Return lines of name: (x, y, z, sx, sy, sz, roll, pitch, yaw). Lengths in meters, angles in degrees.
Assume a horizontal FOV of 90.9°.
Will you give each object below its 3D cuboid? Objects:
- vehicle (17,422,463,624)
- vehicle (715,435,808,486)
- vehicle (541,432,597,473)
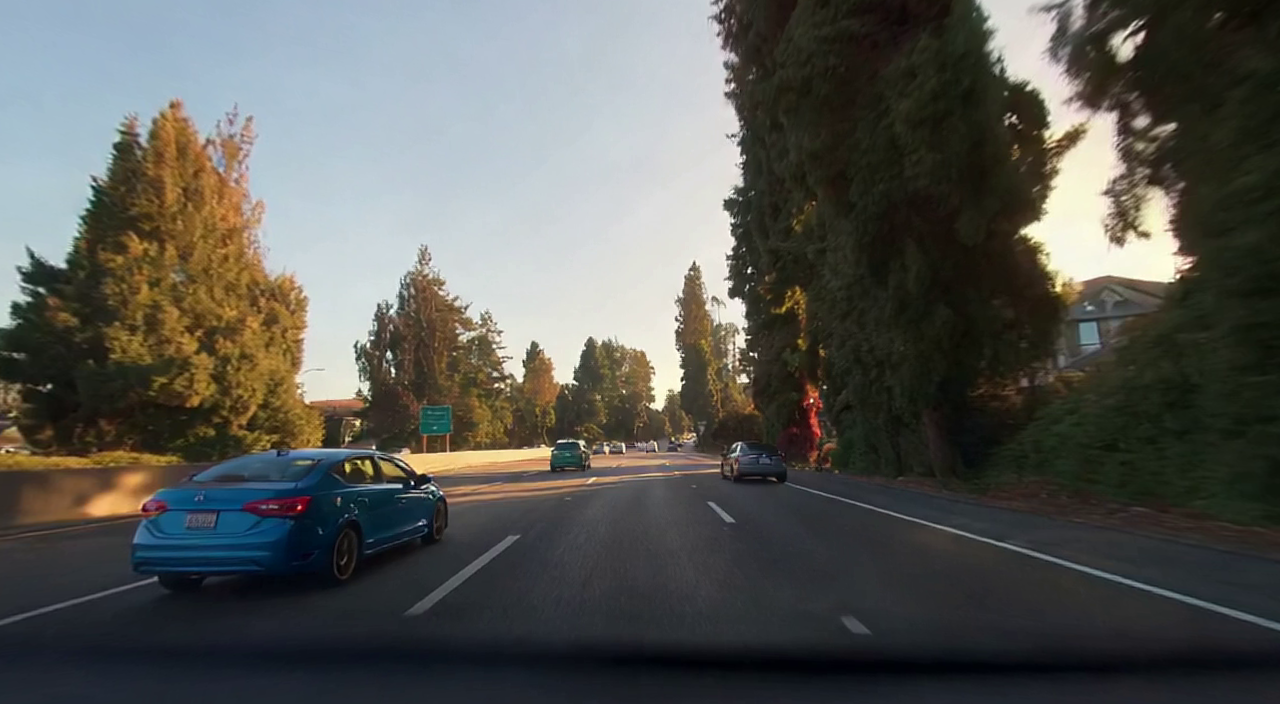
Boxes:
vehicle: (-3.600, 1.592, 6.954, 1.948, 1.475, 4.461, 0, -8, 1)
vehicle: (3.847, 3.529, 20.812, 2.100, 1.472, 4.533, 0, -8, -1)
vehicle: (-3.363, 4.902, 30.844, 2.122, 1.847, 4.696, 0, -8, 1)
